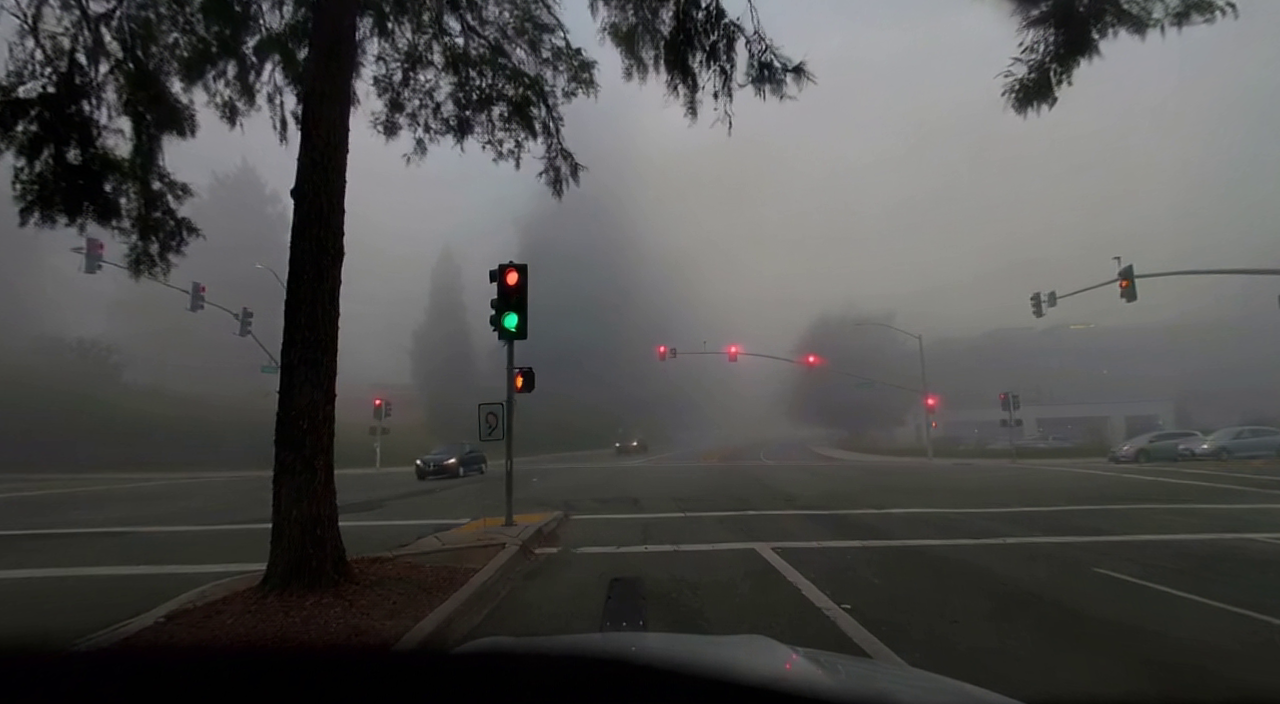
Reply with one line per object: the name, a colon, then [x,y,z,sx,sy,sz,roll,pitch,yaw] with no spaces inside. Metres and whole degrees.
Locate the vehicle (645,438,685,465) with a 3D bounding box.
vehicle: [1.760,6.773,43.252,2.197,1.739,4.177,-2,-8,10]

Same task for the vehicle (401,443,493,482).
vehicle: [-7.948,4.589,26.524,2.002,1.483,4.696,-1,-8,6]

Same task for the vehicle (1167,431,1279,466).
vehicle: [26.302,4.238,27.875,4.644,1.470,1.922,1,-8,-10]

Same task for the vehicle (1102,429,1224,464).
vehicle: [25.927,4.680,31.355,4.441,1.674,2.035,1,-8,-8]
